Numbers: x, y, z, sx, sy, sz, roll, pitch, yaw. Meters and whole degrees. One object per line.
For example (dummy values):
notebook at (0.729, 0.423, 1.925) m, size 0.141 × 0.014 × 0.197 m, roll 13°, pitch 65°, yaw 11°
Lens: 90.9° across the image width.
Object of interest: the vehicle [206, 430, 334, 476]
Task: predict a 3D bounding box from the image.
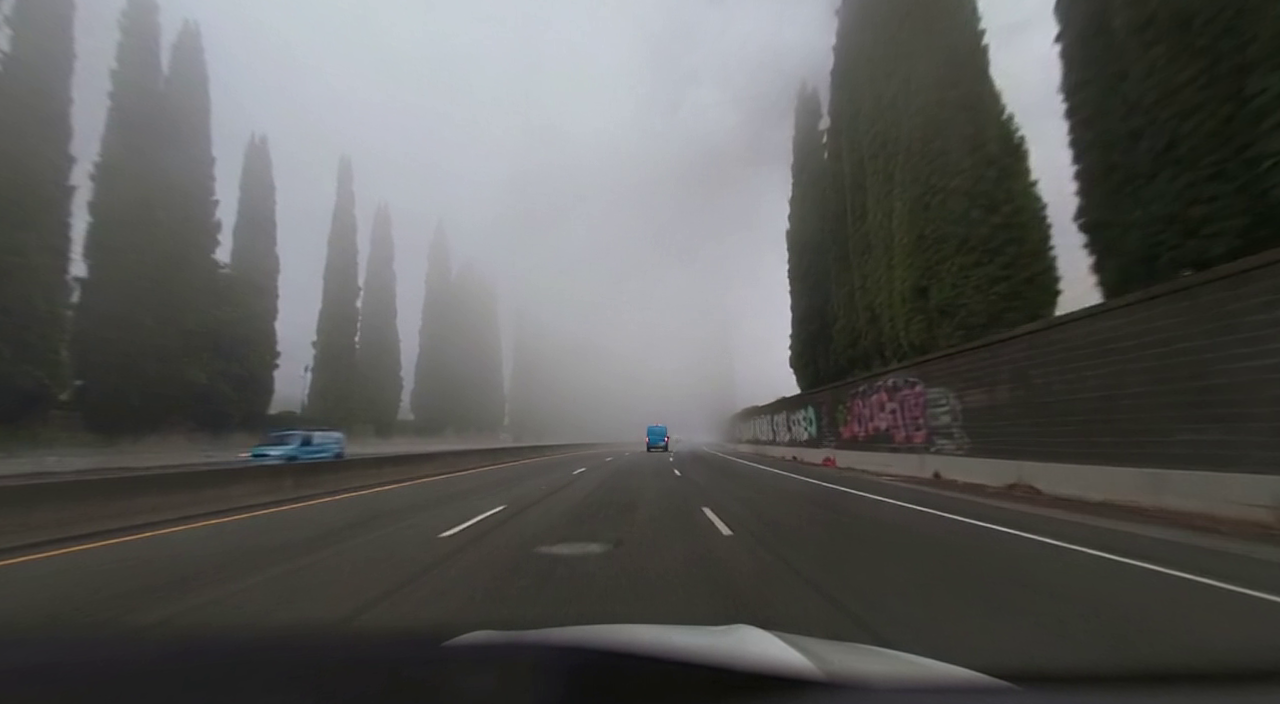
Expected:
vehicle at (-13.438, 3.655, 23.255) m, size 1.864 × 1.511 × 4.523 m, roll 0°, pitch -8°, yaw 2°
